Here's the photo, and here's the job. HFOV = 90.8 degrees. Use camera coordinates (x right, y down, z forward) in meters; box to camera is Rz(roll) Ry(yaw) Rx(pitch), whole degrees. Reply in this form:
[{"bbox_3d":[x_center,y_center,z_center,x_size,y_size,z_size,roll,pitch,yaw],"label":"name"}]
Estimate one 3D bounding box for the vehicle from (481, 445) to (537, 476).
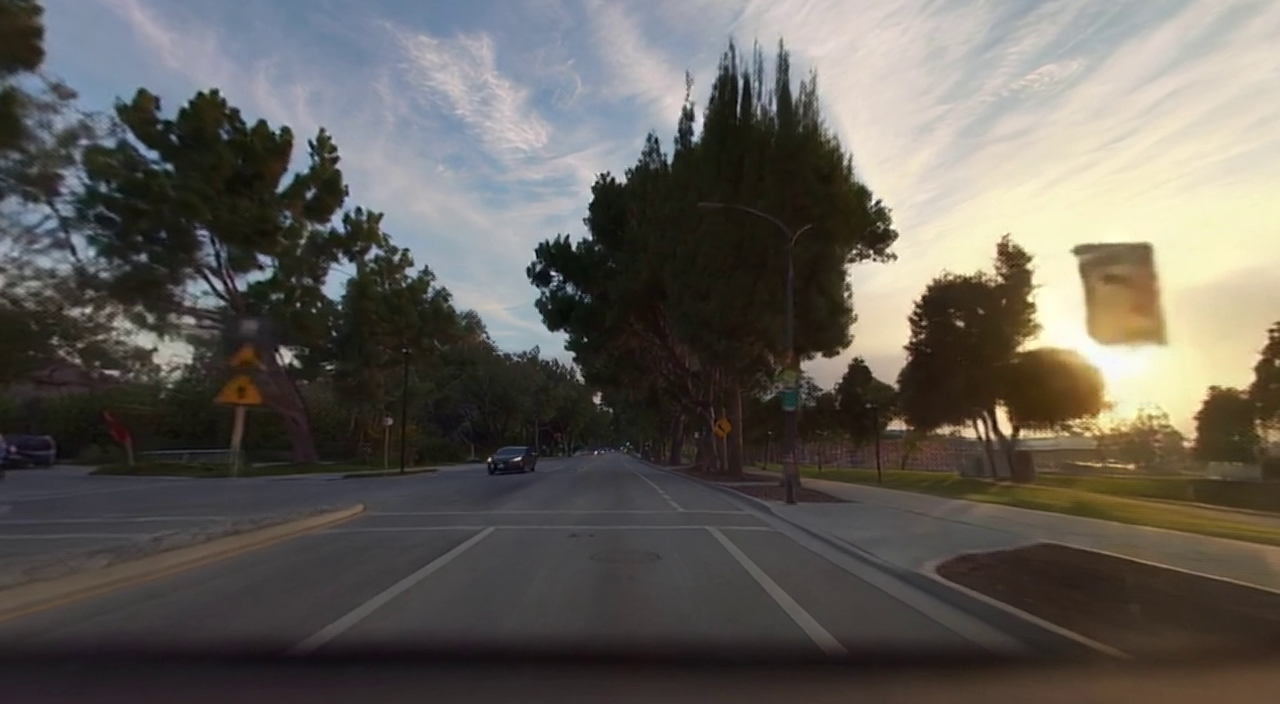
[{"bbox_3d":[-7.649,6.351,37.282,2.036,1.686,4.780,-1,-8,3],"label":"vehicle"}]
